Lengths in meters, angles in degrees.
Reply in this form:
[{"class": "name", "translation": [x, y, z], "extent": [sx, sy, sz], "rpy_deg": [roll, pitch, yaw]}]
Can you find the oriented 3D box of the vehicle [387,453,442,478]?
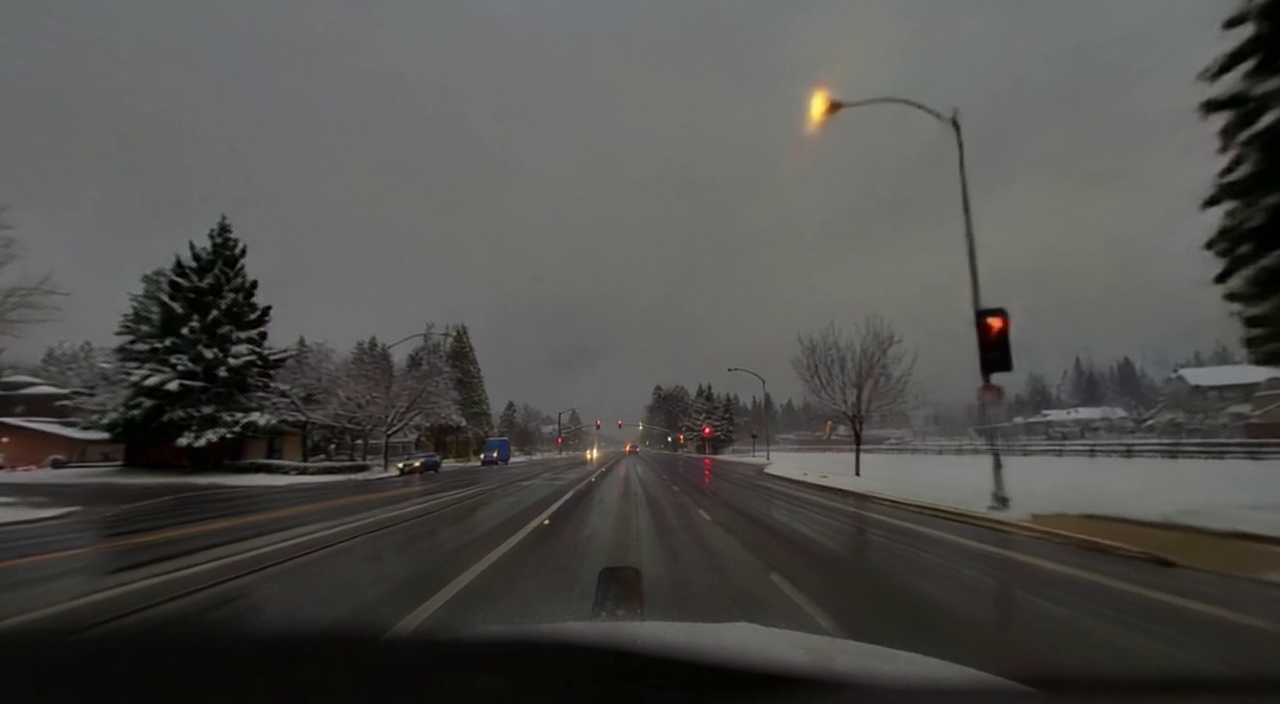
[{"class": "vehicle", "translation": [-14.074, 7.093, 39.711], "extent": [1.888, 1.470, 4.282], "rpy_deg": [0, -9, 0]}]
